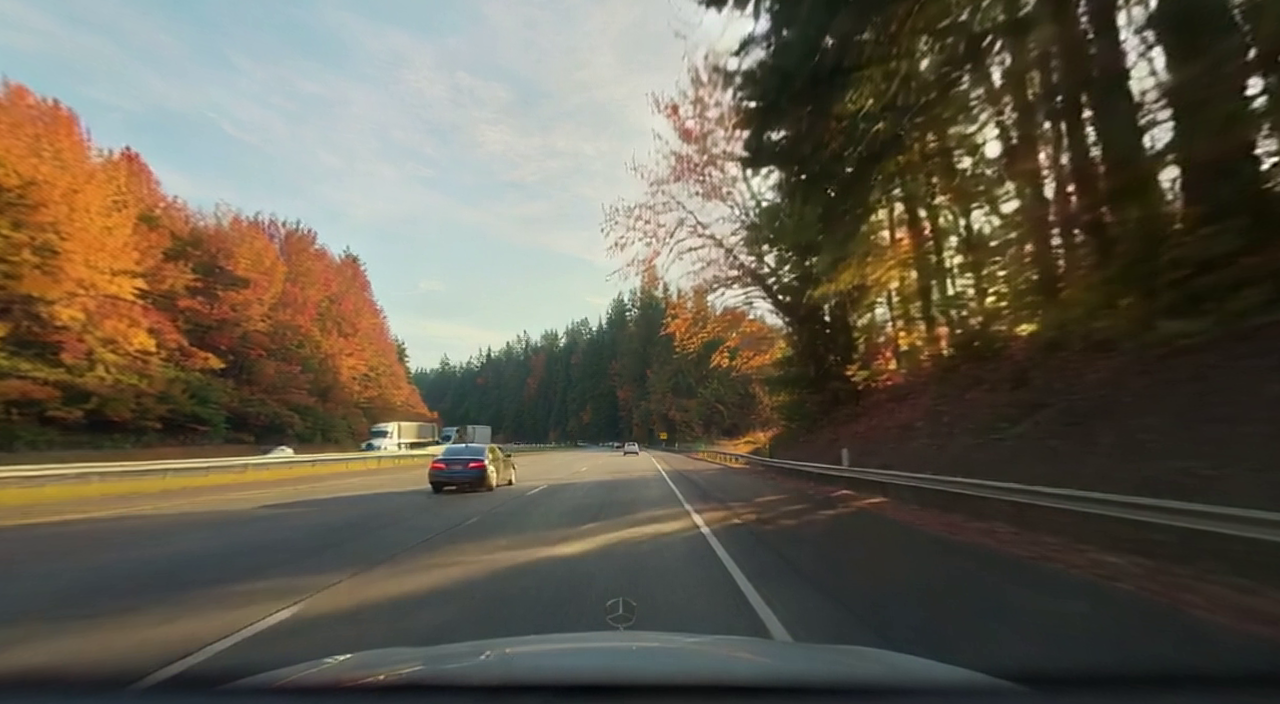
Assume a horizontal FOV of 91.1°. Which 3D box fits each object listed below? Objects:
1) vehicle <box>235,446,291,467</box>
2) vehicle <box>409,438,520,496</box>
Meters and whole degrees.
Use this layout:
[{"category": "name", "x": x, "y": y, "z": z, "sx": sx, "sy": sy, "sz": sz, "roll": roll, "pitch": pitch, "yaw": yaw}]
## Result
[{"category": "vehicle", "x": -29.186, "y": 8.093, "z": 48.780, "sx": 1.761, "sy": 1.477, "sz": 3.966, "roll": 0, "pitch": -8, "yaw": 1}, {"category": "vehicle", "x": -4.986, "y": 3.288, "z": 18.560, "sx": 2.004, "sy": 1.497, "sz": 4.260, "roll": 0, "pitch": -8, "yaw": 1}]
